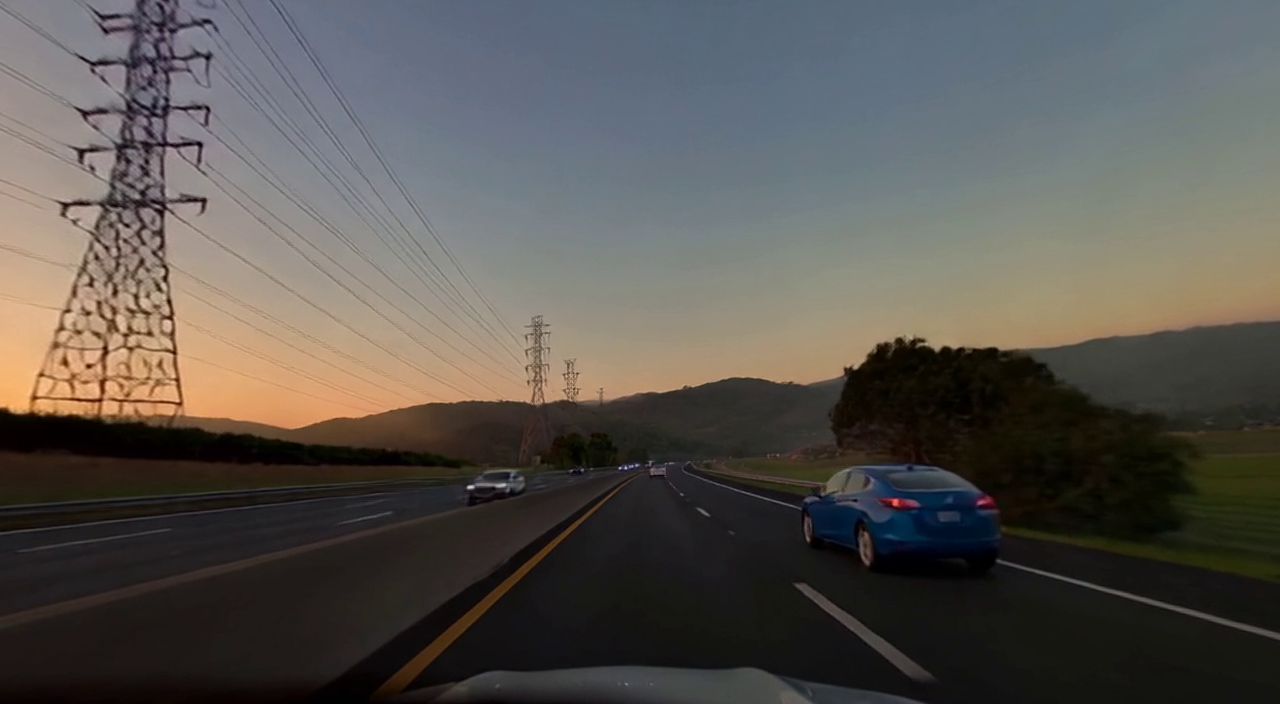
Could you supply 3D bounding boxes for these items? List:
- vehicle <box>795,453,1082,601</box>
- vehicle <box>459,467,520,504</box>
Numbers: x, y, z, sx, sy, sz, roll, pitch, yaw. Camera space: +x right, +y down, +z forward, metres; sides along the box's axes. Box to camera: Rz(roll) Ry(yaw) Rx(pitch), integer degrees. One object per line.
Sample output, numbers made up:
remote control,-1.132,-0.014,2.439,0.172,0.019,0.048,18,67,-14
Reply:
vehicle,3.674,2.226,8.702,1.985,1.521,3.904,1,-10,-1
vehicle,-7.291,6.515,30.849,1.919,1.640,4.120,1,-10,1
